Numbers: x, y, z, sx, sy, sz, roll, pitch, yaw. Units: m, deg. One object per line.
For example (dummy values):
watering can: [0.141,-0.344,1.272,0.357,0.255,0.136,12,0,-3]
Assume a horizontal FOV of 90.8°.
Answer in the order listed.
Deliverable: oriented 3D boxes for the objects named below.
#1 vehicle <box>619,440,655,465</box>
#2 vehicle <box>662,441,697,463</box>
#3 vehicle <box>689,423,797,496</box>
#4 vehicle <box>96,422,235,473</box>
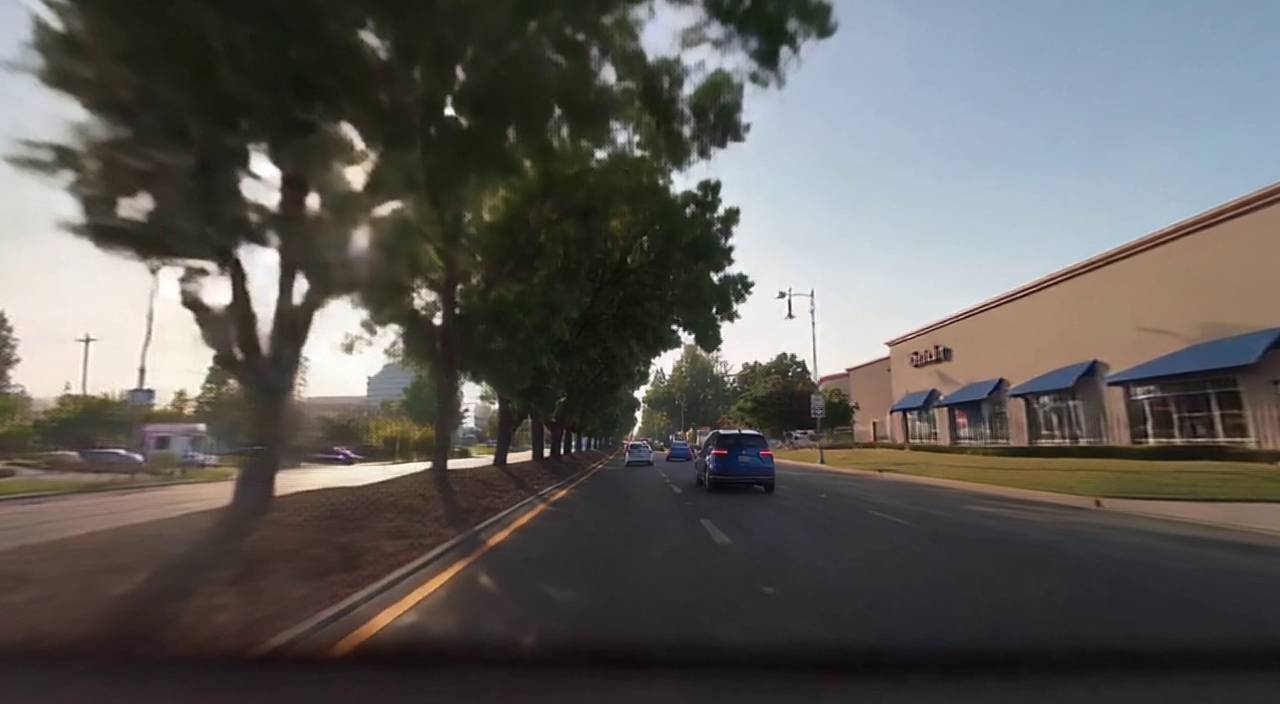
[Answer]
vehicle: [-0.209,6.088,38.353,2.056,1.440,3.798,0,-8,-1]
vehicle: [2.558,6.602,41.757,1.970,1.402,3.756,0,-8,-2]
vehicle: [2.774,3.050,18.254,2.140,1.811,4.593,0,-8,-2]
vehicle: [-27.005,5.432,36.135,5.905,2.803,2.261,0,-8,-2]
